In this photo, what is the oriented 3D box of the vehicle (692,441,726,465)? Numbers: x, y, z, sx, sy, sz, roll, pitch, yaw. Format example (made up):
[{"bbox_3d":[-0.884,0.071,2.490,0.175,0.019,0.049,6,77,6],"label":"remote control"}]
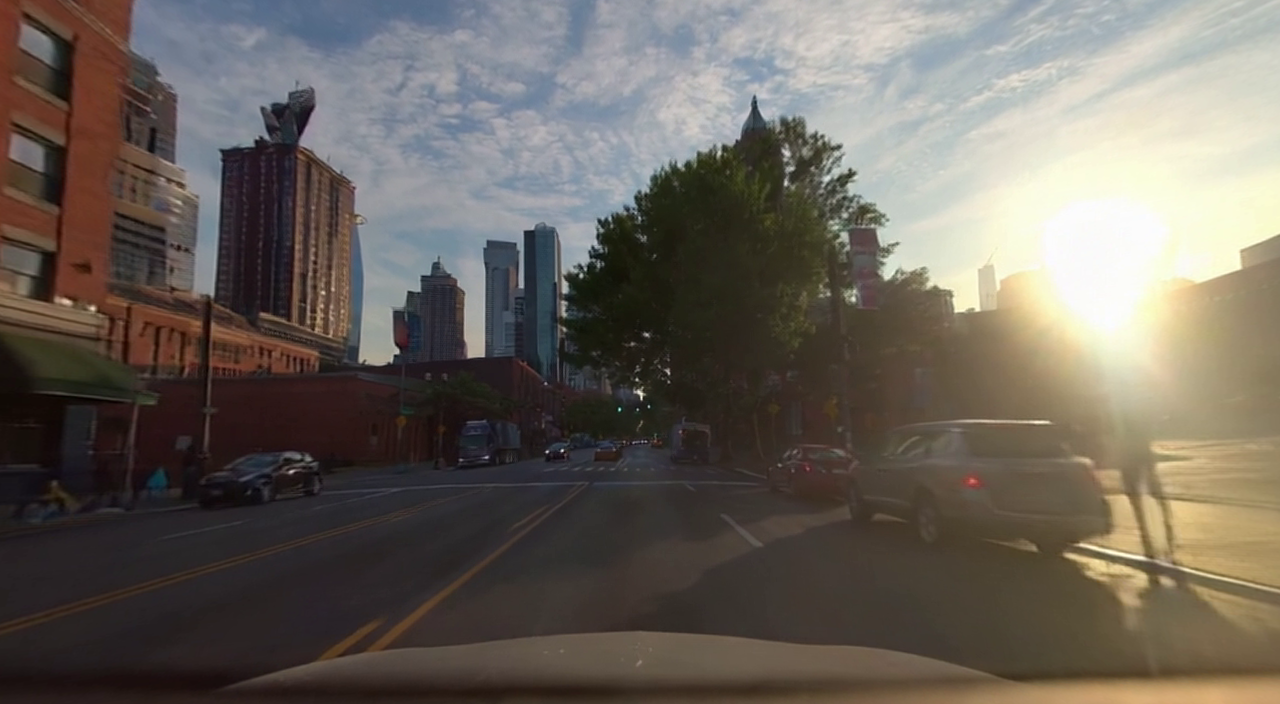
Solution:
[{"bbox_3d":[4.559,6.717,42.218,1.891,1.535,4.068,0,-8,1],"label":"vehicle"}]

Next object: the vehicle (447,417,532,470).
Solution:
[{"bbox_3d":[-11.046,6.961,48.024,3.049,3.345,12.614,-3,-8,1],"label":"vehicle"}]

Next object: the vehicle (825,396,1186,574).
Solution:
[{"bbox_3d":[4.743,1.825,9.552,2.237,1.908,5.320,0,-8,0],"label":"vehicle"}]

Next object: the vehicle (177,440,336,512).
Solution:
[{"bbox_3d":[-11.128,3.617,18.814,2.039,1.770,4.445,-3,-9,-1],"label":"vehicle"}]
